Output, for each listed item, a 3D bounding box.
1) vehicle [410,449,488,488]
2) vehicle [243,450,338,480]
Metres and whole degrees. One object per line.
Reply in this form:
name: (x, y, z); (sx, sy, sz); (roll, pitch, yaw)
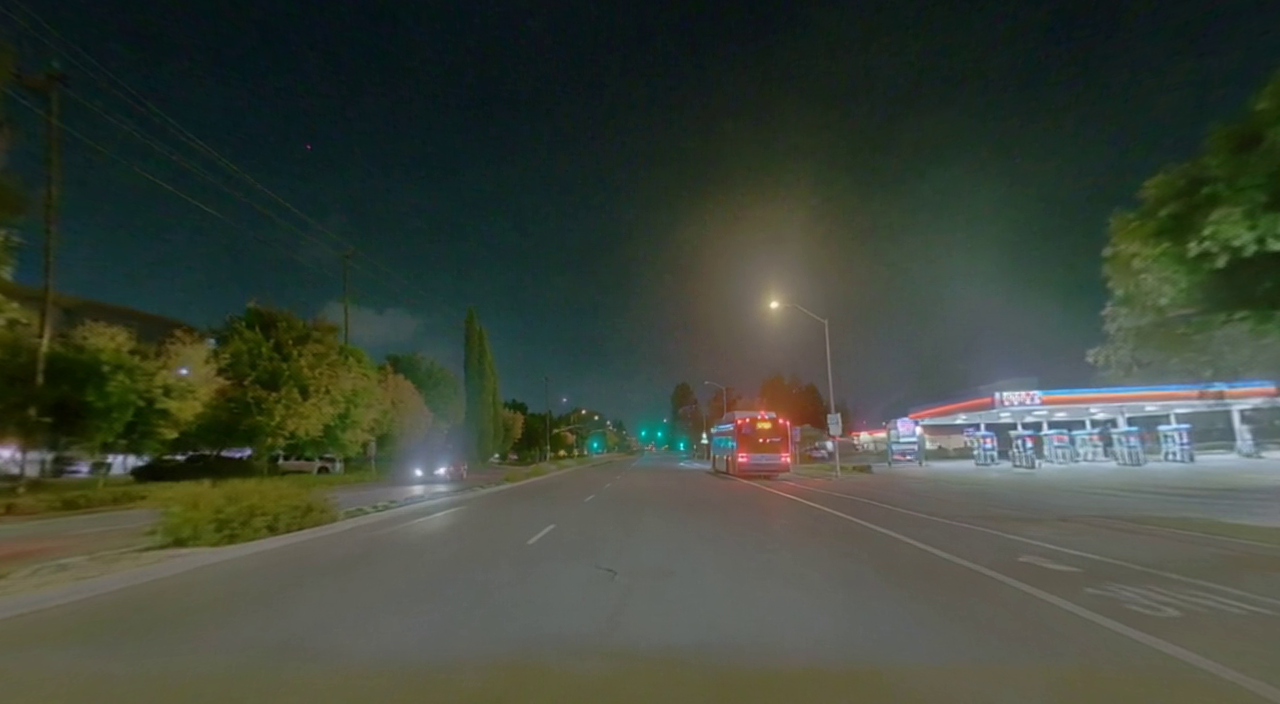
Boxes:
vehicle: (-7.988, 4.884, 26.777); (1.900, 1.481, 4.317); (0, -8, 1)
vehicle: (-24.172, 7.778, 43.861); (2.284, 1.855, 5.392); (-4, -9, 25)
